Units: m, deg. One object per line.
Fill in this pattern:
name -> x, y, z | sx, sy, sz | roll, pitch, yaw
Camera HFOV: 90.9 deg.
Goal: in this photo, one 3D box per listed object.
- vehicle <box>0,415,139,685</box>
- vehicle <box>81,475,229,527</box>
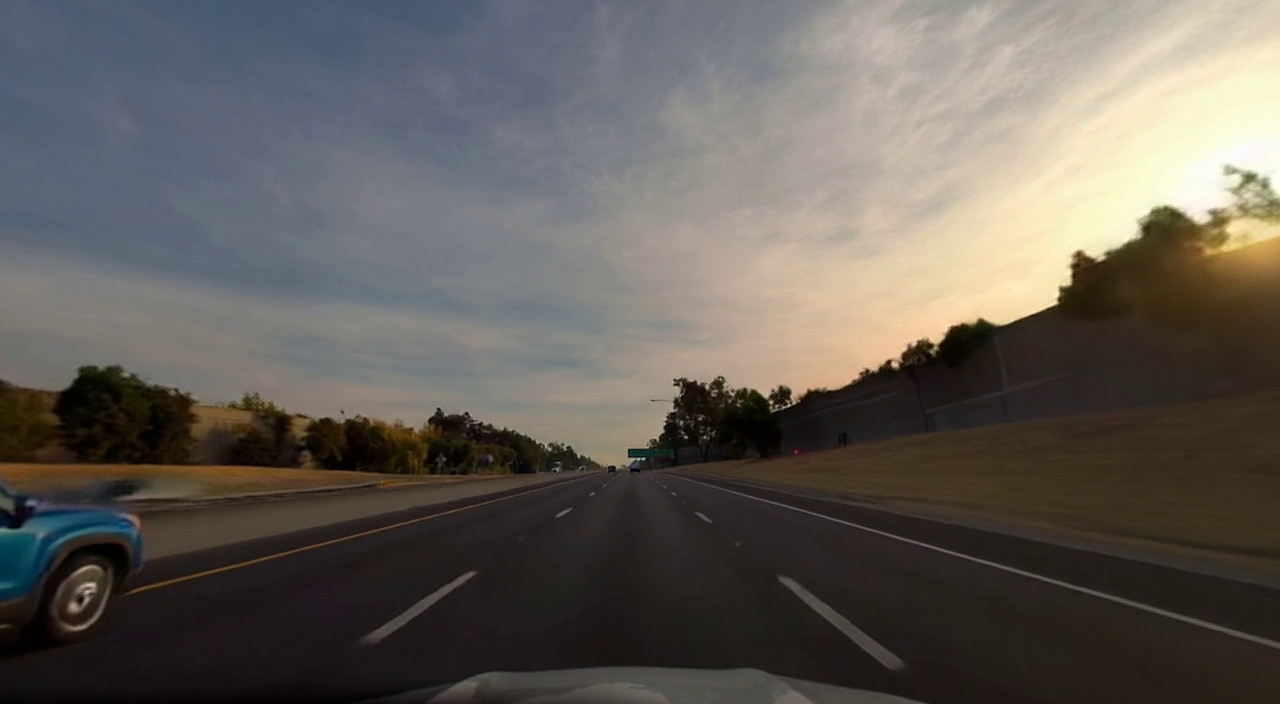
vehicle -> -4.622, 0.927, 2.503 | 1.914, 1.534, 4.015 | 1, -10, -1
vehicle -> -16.518, 5.072, 21.777 | 1.847, 1.527, 4.084 | 1, -10, -1
